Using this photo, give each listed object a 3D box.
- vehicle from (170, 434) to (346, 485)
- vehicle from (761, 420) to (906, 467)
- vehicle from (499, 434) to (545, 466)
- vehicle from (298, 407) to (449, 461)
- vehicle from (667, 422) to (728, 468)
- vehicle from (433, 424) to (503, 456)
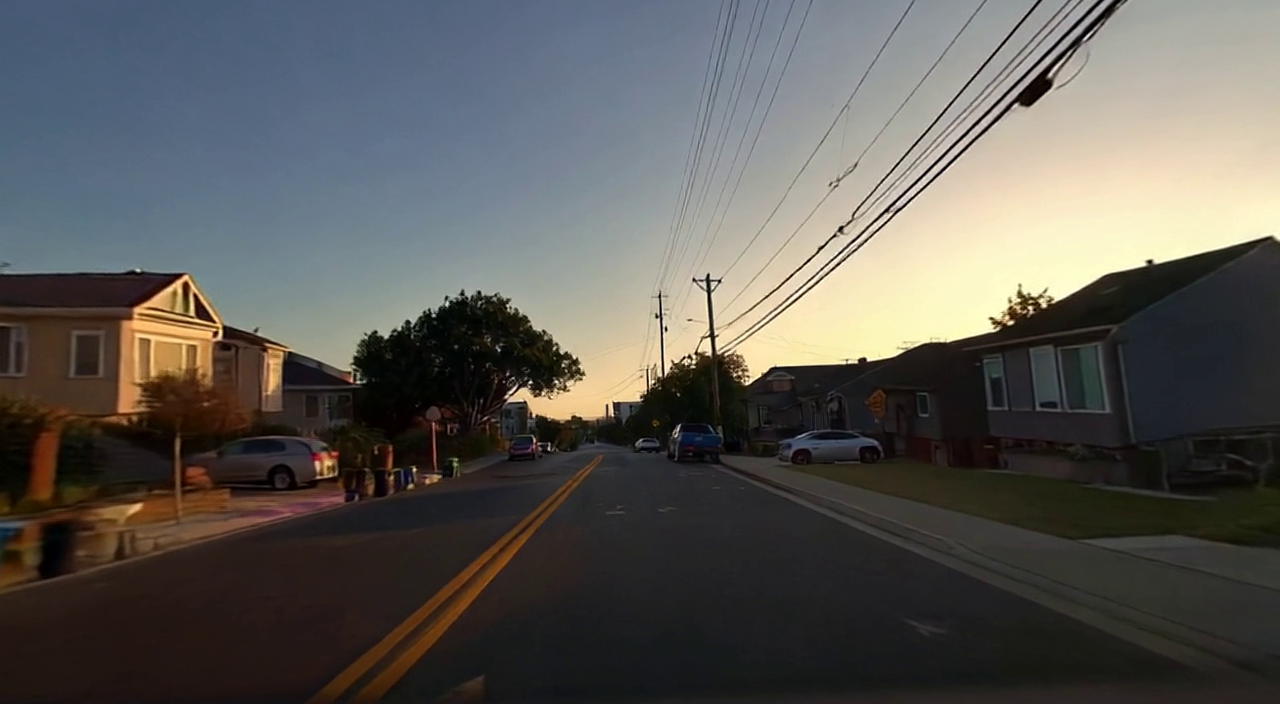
[{"bbox_3d":[-12.280,3.436,20.461,4.484,1.538,1.901,0,-7,2],"label":"vehicle"},{"bbox_3d":[7.213,3.498,23.902,4.893,1.642,1.874,1,-10,1],"label":"vehicle"},{"bbox_3d":[-7.264,6.002,39.020,1.994,1.588,4.148,-5,-6,-1],"label":"vehicle"},{"bbox_3d":[-14.661,4.561,34.865,7.267,2.775,2.786,-2,-9,12],"label":"vehicle"},{"bbox_3d":[2.536,4.333,29.429,2.277,1.917,5.495,0,-8,-1],"label":"vehicle"},{"bbox_3d":[-12.802,6.632,47.097,4.662,2.140,2.117,3,-9,-5],"label":"vehicle"}]
